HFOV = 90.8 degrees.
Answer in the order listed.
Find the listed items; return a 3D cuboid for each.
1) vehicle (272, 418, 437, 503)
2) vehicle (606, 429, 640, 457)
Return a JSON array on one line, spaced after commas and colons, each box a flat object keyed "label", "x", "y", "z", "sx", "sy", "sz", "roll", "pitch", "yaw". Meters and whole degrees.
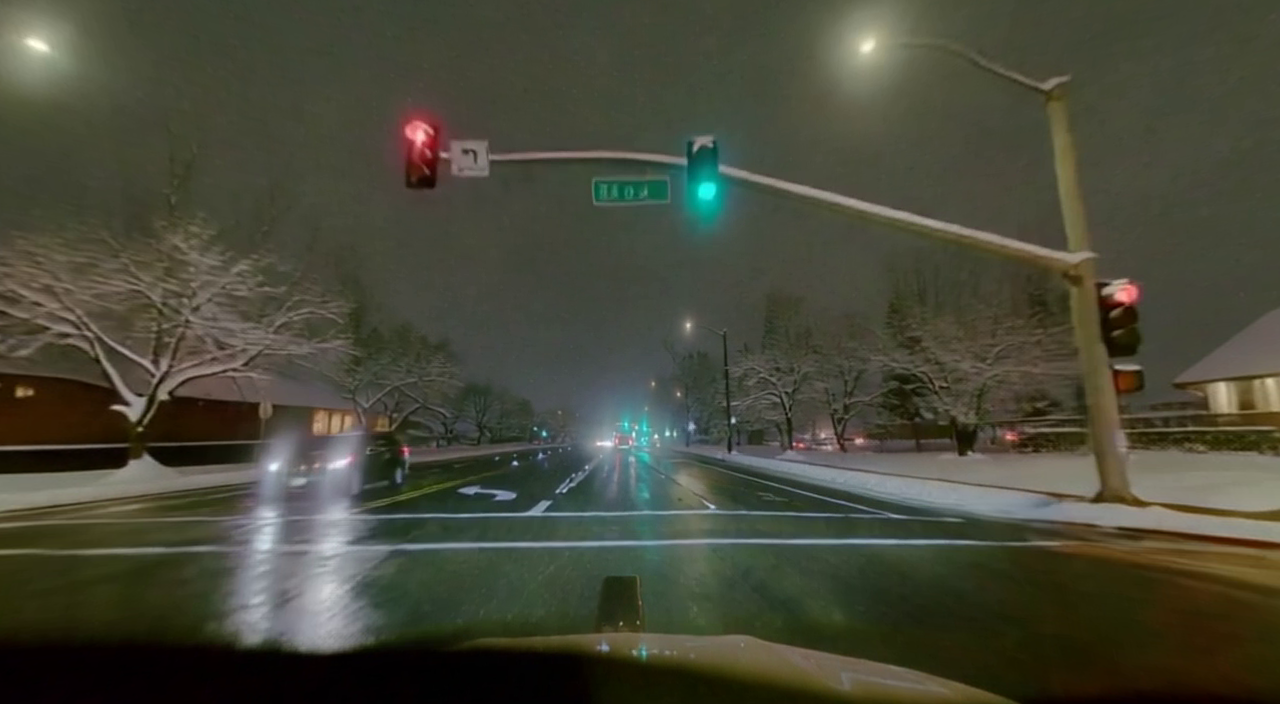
[{"label": "vehicle", "x": -6.350, "y": 2.461, "z": 14.640, "sx": 1.983, "sy": 1.684, "sz": 3.938, "roll": 0, "pitch": -8, "yaw": -1}, {"label": "vehicle", "x": -1.240, "y": 6.412, "z": 44.392, "sx": 2.248, "sy": 1.833, "sz": 4.798, "roll": 0, "pitch": -8, "yaw": -3}]
